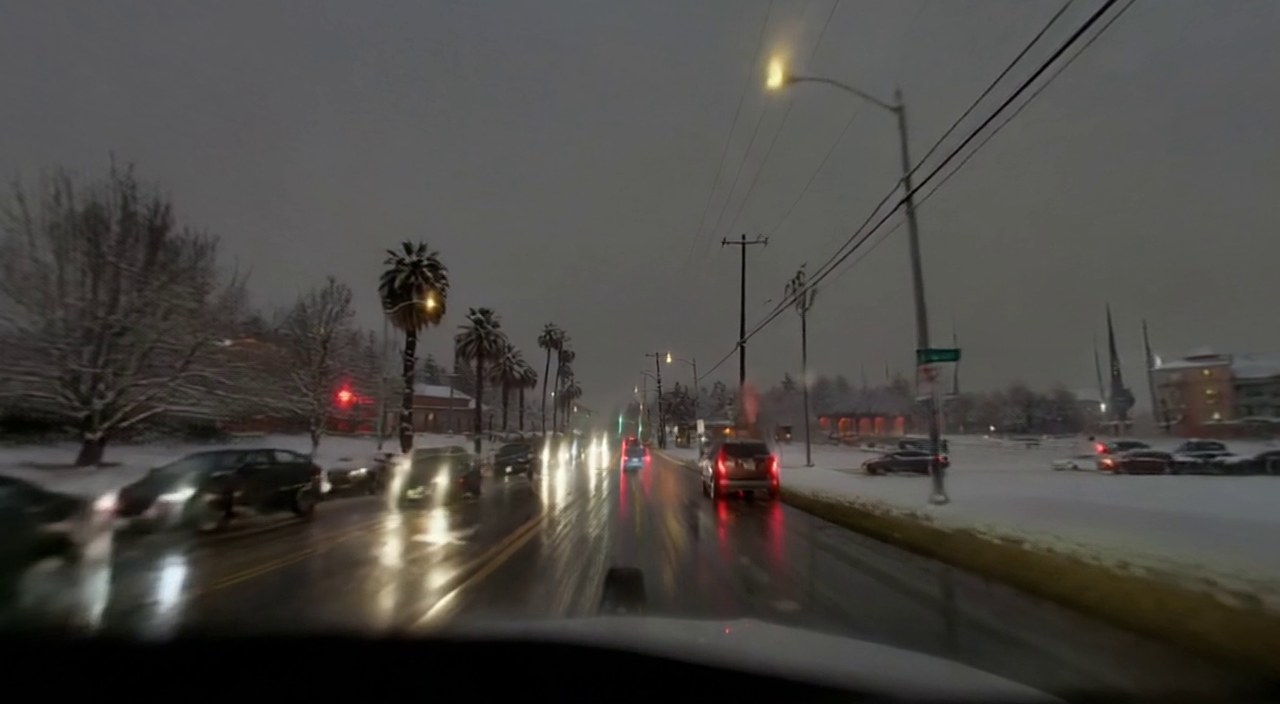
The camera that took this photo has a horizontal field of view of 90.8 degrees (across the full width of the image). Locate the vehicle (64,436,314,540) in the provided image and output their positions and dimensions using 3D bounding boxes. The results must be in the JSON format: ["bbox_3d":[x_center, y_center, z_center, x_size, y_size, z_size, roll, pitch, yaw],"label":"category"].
[{"bbox_3d":[-9.216,2.756,13.518,2.005,1.841,4.300,-1,-8,2],"label":"vehicle"}]

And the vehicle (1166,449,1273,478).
[{"bbox_3d":[35.875,6.890,39.192,4.642,1.646,2.017,0,-8,-1],"label":"vehicle"}]

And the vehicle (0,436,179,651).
[{"bbox_3d":[-5.695,1.301,3.969,2.135,1.542,4.575,0,-8,0],"label":"vehicle"}]

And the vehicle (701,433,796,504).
[{"bbox_3d":[3.102,3.441,19.060,1.995,1.858,4.333,0,-8,-1],"label":"vehicle"}]

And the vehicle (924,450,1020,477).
[{"bbox_3d":[20.422,6.874,39.077,4.673,1.592,2.193,-1,-8,1],"label":"vehicle"}]

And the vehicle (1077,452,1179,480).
[{"bbox_3d":[30.000,7.008,38.946,4.463,1.600,2.122,0,-8,0],"label":"vehicle"}]

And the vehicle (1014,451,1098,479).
[{"bbox_3d":[25.515,6.926,38.881,3.611,1.590,2.171,0,-8,-1],"label":"vehicle"}]

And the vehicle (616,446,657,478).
[{"bbox_3d":[-0.208,6.164,35.735,2.196,1.655,3.939,0,-8,0],"label":"vehicle"}]

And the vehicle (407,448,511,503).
[{"bbox_3d":[-5.783,3.976,20.812,2.074,1.541,4.395,0,-8,0],"label":"vehicle"}]

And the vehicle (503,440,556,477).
[{"bbox_3d":[-5.979,5.795,34.730,2.106,1.890,4.783,0,-8,-1],"label":"vehicle"}]

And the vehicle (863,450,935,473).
[{"bbox_3d":[20.164,8.517,49.353,4.540,1.386,2.337,-4,-8,-1],"label":"vehicle"}]
